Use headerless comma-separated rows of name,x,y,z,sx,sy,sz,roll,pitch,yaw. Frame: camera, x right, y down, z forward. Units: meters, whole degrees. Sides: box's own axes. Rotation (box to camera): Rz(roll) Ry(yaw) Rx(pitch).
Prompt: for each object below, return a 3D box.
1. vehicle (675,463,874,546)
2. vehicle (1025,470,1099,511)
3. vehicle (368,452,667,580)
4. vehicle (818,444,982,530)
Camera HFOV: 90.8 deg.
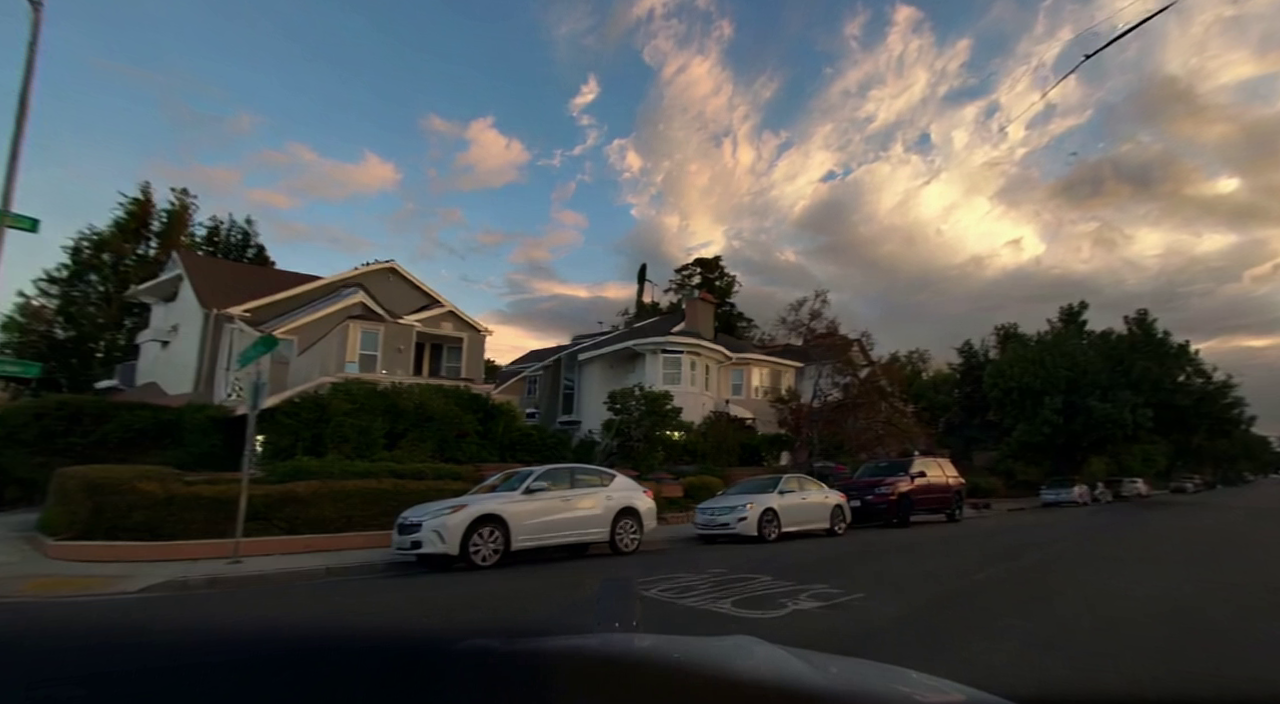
vehicle,2.936,3.128,13.271,4.407,1.427,1.823,11,-16,-42
vehicle,20.325,6.555,30.345,1.971,1.648,4.638,-9,-12,44
vehicle,-1.585,2.289,9.214,3.885,1.437,1.754,12,-16,-43
vehicle,7.241,3.678,17.396,4.814,1.995,2.194,10,-16,-42
